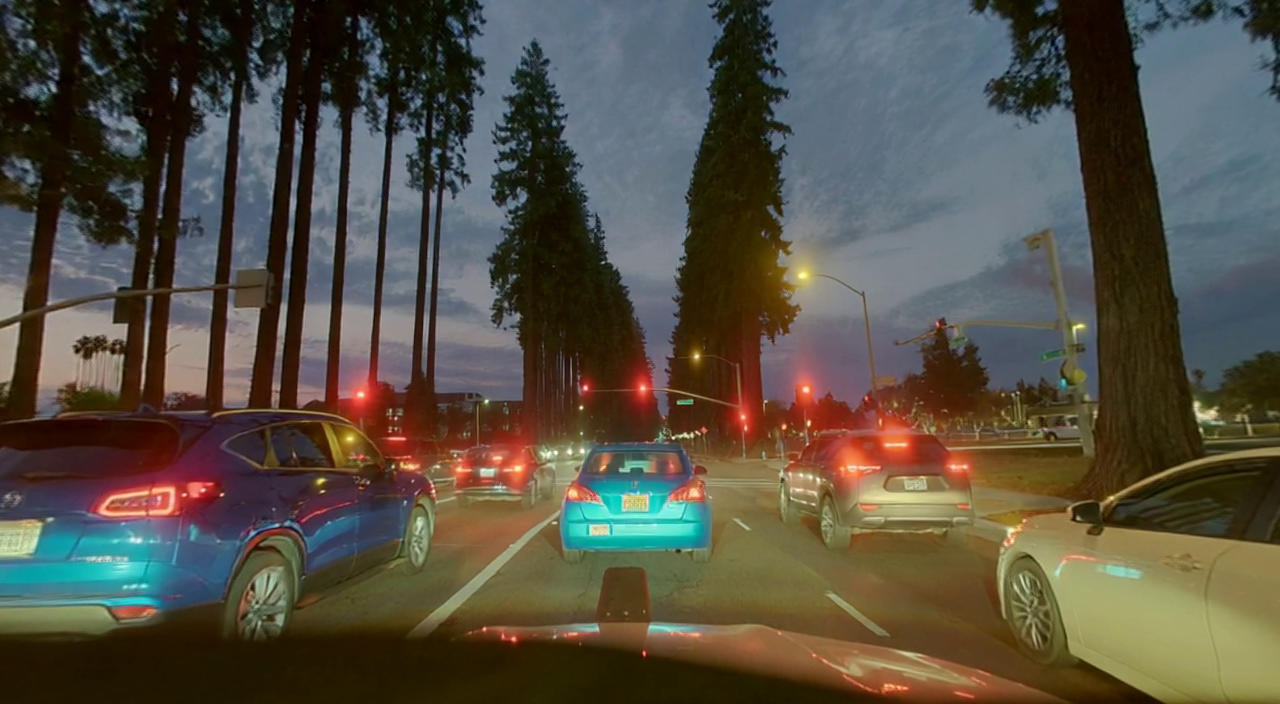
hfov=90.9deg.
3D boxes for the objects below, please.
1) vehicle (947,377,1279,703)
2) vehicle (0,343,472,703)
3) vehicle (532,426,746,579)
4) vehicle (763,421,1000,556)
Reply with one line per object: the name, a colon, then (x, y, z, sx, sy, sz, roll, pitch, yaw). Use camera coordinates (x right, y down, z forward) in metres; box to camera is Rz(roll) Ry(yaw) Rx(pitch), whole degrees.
vehicle: (3.320, 0.964, 2.829, 1.899, 1.588, 3.888, 0, -8, 0)
vehicle: (-3.143, 1.175, 5.128, 2.168, 1.750, 4.625, -1, -8, 1)
vehicle: (-0.035, 1.809, 8.373, 2.147, 1.507, 3.953, 0, -8, -1)
vehicle: (3.423, 2.016, 10.052, 2.040, 1.647, 4.379, 0, -9, 0)
